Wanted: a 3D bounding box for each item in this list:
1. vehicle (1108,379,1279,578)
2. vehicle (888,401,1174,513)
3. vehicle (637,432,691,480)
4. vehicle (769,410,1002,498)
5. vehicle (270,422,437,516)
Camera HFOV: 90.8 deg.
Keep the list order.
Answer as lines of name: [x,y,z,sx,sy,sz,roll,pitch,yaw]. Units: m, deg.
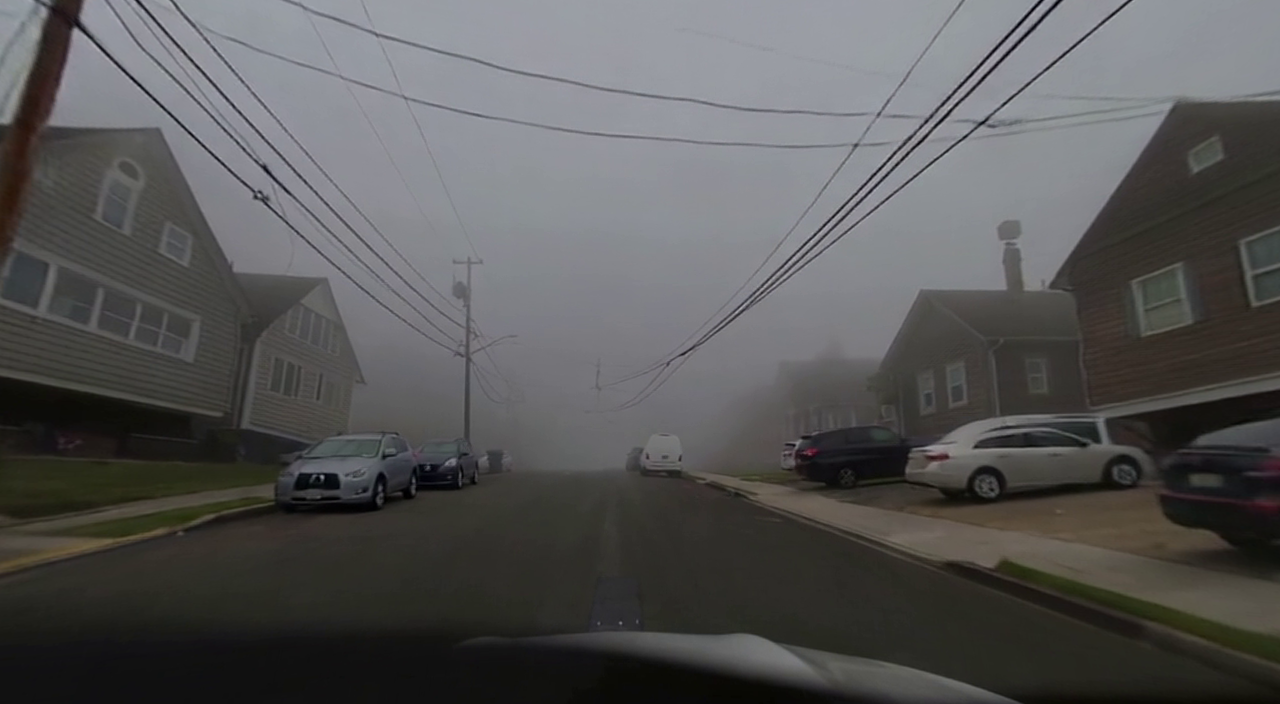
vehicle: [7.722,1.170,6.350,4.316,1.730,2.166,-1,-8,-5]
vehicle: [7.542,2.038,12.494,4.315,1.736,1.950,-3,-8,-6]
vehicle: [1.179,5.385,32.948,2.343,2.229,4.199,3,-9,-3]
vehicle: [6.781,2.856,17.887,5.615,1.787,2.014,-5,-8,-3]
vehicle: [-5.795,2.354,13.386,1.967,1.656,3.924,1,-7,-5]
